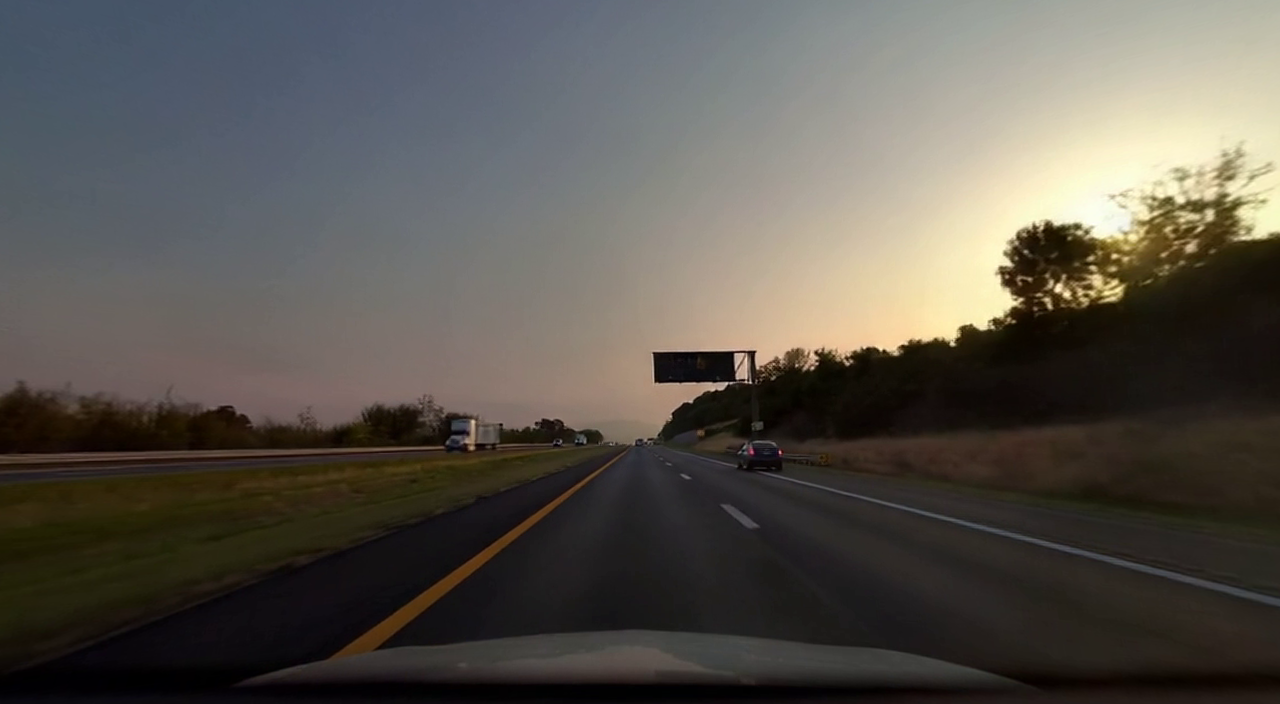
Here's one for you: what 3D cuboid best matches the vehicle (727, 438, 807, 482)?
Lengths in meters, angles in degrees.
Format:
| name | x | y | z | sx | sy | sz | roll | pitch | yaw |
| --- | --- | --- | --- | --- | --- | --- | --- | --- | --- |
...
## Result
| name | x | y | z | sx | sy | sz | roll | pitch | yaw |
| --- | --- | --- | --- | --- | --- | --- | --- | --- | --- |
| vehicle | 4.633 | 4.010 | 23.651 | 2.012 | 1.476 | 4.256 | 0 | -8 | -1 |
